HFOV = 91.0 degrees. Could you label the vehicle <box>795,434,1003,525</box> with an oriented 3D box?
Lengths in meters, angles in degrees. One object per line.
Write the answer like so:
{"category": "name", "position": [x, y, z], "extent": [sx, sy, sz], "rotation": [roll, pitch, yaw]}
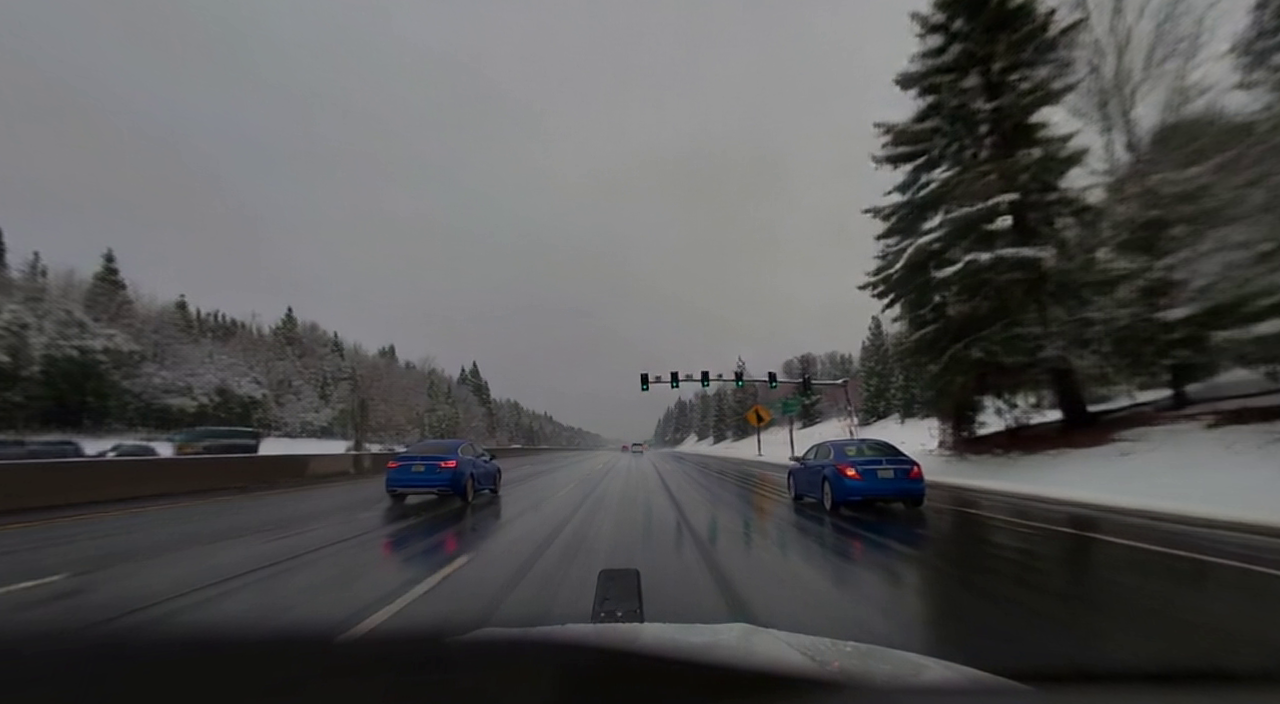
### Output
{"category": "vehicle", "position": [4.867, 2.463, 12.804], "extent": [2.049, 1.481, 4.774], "rotation": [0, -9, -2]}

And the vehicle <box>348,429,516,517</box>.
{"category": "vehicle", "position": [-4.084, 2.460, 13.292], "extent": [1.987, 1.516, 4.478], "rotation": [0, -9, 1]}

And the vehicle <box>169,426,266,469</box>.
{"category": "vehicle", "position": [-28.707, 6.549, 43.069], "extent": [2.444, 2.704, 5.872], "rotation": [0, -9, 0]}

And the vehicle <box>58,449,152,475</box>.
{"category": "vehicle", "position": [-32.804, 6.709, 38.771], "extent": [1.813, 1.467, 4.567], "rotation": [0, -9, -1]}

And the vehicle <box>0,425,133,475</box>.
{"category": "vehicle", "position": [-36.635, 6.276, 40.375], "extent": [2.591, 2.943, 6.617], "rotation": [0, -9, 0]}
